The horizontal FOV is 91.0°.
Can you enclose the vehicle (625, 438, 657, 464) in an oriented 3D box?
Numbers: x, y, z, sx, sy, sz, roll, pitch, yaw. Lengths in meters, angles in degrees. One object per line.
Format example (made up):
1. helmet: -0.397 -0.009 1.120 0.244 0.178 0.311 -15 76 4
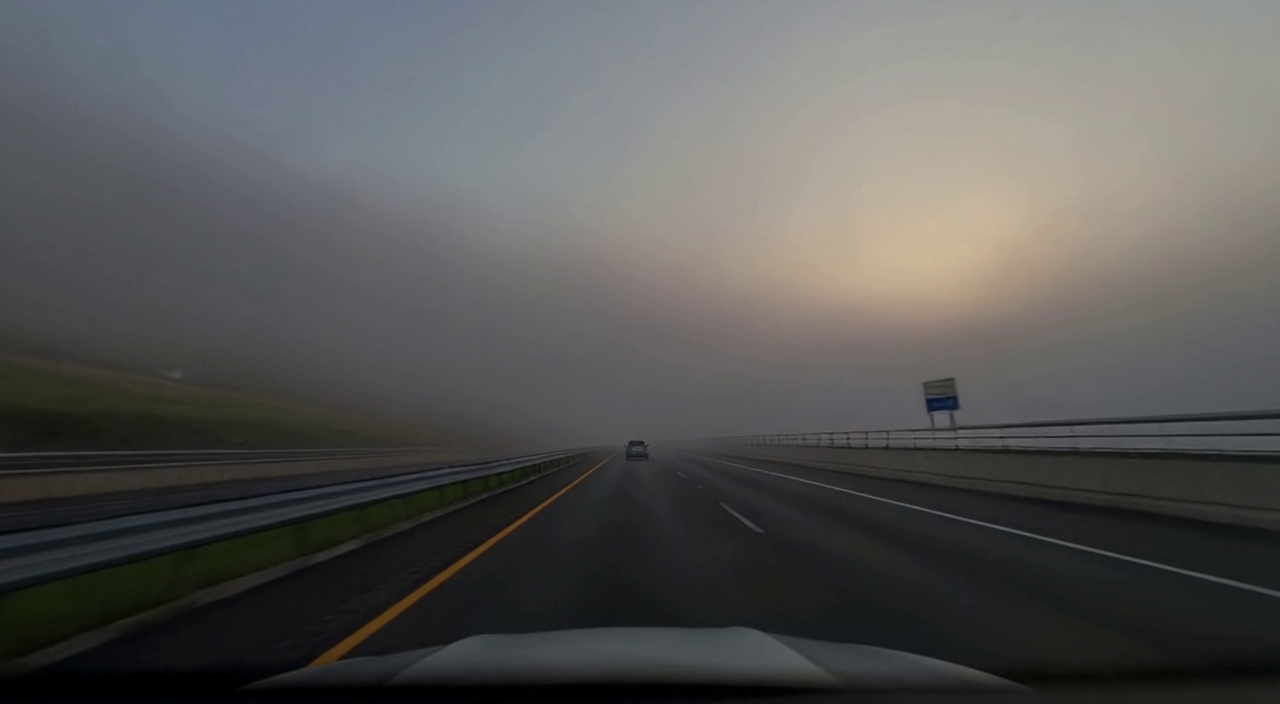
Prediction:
1. vehicle: 0.035 6.790 43.234 2.059 1.696 4.165 0 -8 -1
